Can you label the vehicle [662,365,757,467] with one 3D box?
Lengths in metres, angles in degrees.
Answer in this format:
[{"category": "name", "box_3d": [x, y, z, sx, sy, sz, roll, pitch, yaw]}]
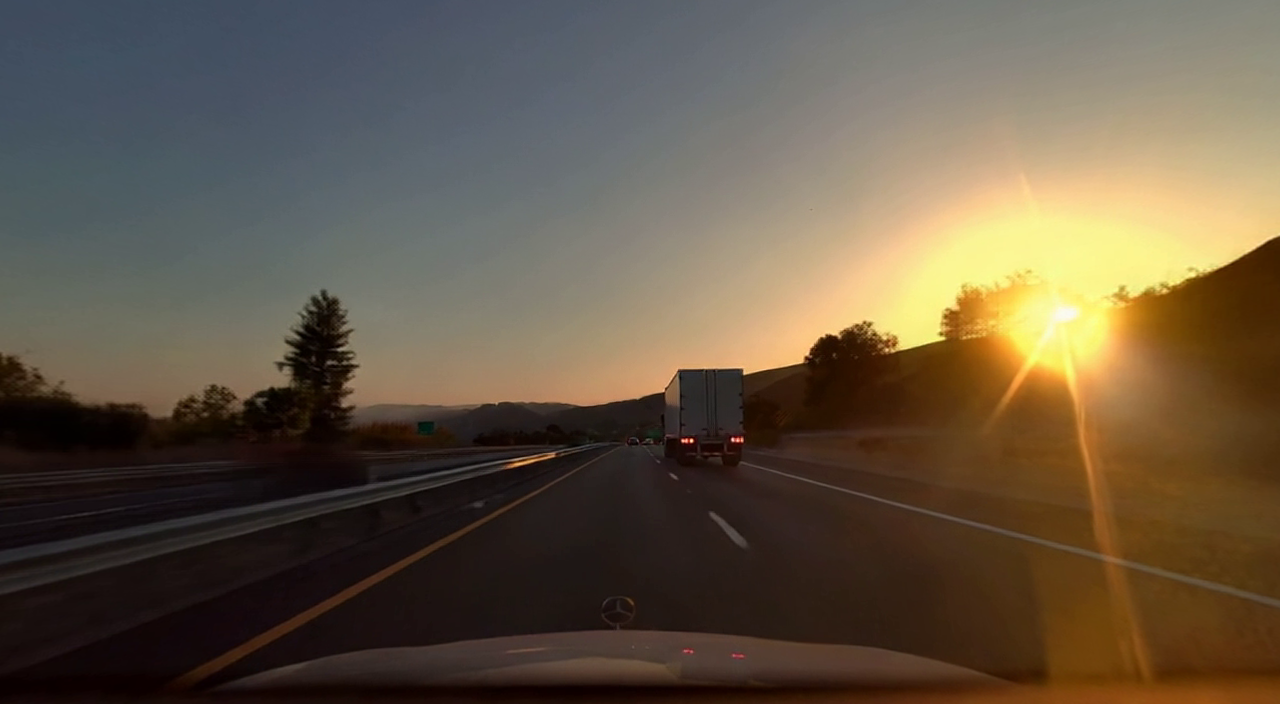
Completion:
[{"category": "vehicle", "box_3d": [2.979, 3.434, 31.835, 2.924, 4.024, 13.639, 0, -8, -1]}]
